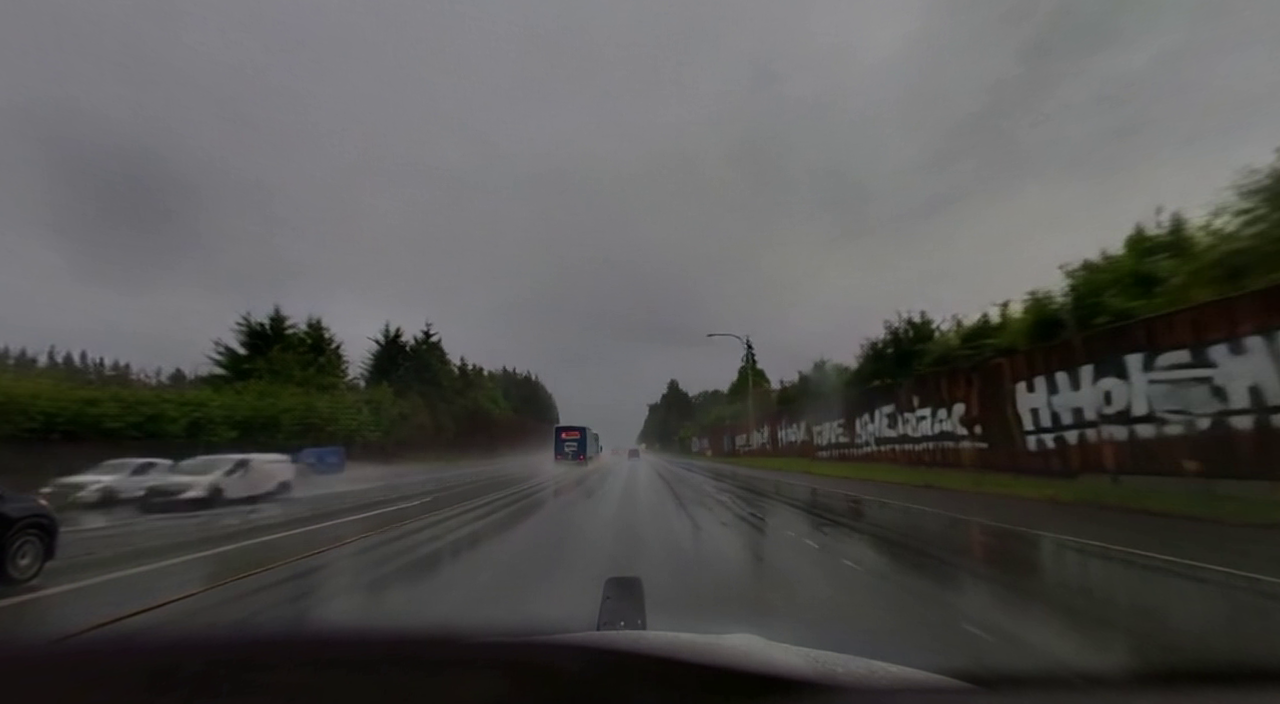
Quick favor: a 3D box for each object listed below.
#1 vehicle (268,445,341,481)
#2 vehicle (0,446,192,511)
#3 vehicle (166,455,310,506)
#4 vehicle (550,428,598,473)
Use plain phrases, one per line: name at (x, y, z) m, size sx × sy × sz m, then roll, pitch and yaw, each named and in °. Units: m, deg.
vehicle at (-25.538, 8.432, 48.217) m, size 2.326 × 2.522 × 5.411 m, roll -1°, pitch -9°, yaw 3°
vehicle at (-17.396, 4.013, 20.529) m, size 2.084 × 1.837 × 4.734 m, roll 0°, pitch -9°, yaw 0°
vehicle at (-13.024, 4.151, 20.820) m, size 1.830 × 1.438 × 4.396 m, roll 0°, pitch -9°, yaw 0°
vehicle at (-3.924, 5.993, 38.386) m, size 2.305 × 2.517 × 5.486 m, roll 0°, pitch -9°, yaw 0°
